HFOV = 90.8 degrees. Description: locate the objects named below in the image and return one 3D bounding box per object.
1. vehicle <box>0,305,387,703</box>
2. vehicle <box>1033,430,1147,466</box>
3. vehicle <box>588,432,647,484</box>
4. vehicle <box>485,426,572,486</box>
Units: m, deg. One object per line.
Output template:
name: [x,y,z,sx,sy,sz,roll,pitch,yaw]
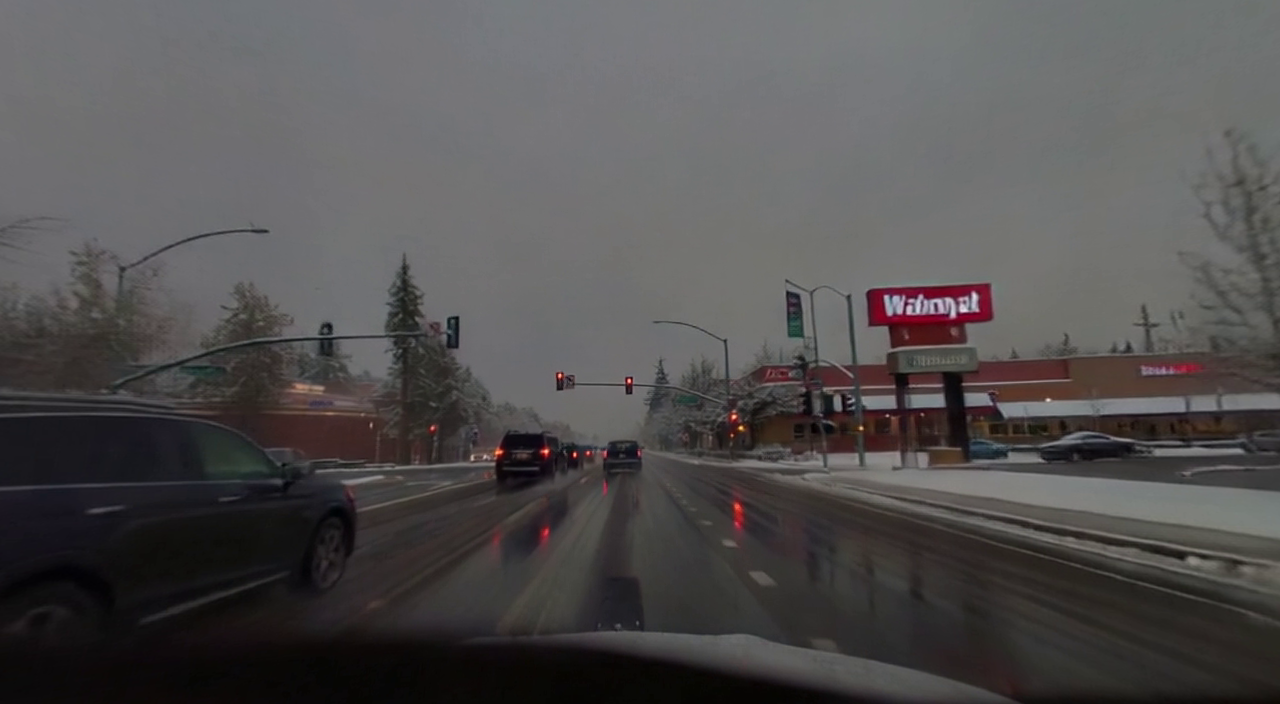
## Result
vehicle: [-3.702,0.963,3.963,2.159,1.877,4.925,0,-8,0]
vehicle: [26.490,5.673,37.316,5.039,1.877,2.076,-2,-8,0]
vehicle: [-0.805,4.041,24.289,2.061,1.809,4.141,0,-8,-1]
vehicle: [-4.043,3.911,24.096,2.252,1.999,5.605,0,-8,0]
